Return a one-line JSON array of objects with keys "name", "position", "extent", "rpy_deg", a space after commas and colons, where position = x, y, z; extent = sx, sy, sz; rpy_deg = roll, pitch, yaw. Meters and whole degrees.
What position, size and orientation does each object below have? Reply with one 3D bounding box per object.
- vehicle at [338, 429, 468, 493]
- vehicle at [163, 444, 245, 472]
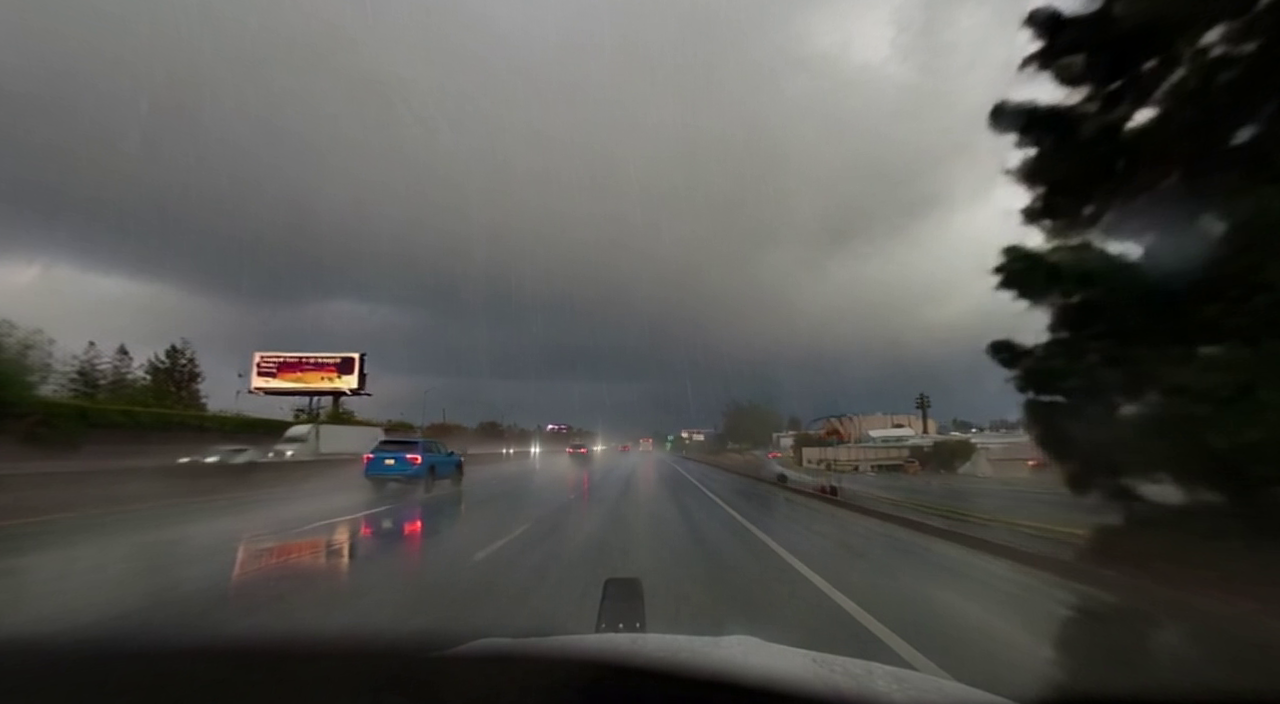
[{"name": "vehicle", "position": [-7.089, 3.319, 19.518], "extent": [2.055, 1.683, 4.804], "rpy_deg": [0, -9, 1]}, {"name": "vehicle", "position": [-28.453, 6.909, 41.334], "extent": [2.043, 1.658, 4.568], "rpy_deg": [0, -9, 1]}]
